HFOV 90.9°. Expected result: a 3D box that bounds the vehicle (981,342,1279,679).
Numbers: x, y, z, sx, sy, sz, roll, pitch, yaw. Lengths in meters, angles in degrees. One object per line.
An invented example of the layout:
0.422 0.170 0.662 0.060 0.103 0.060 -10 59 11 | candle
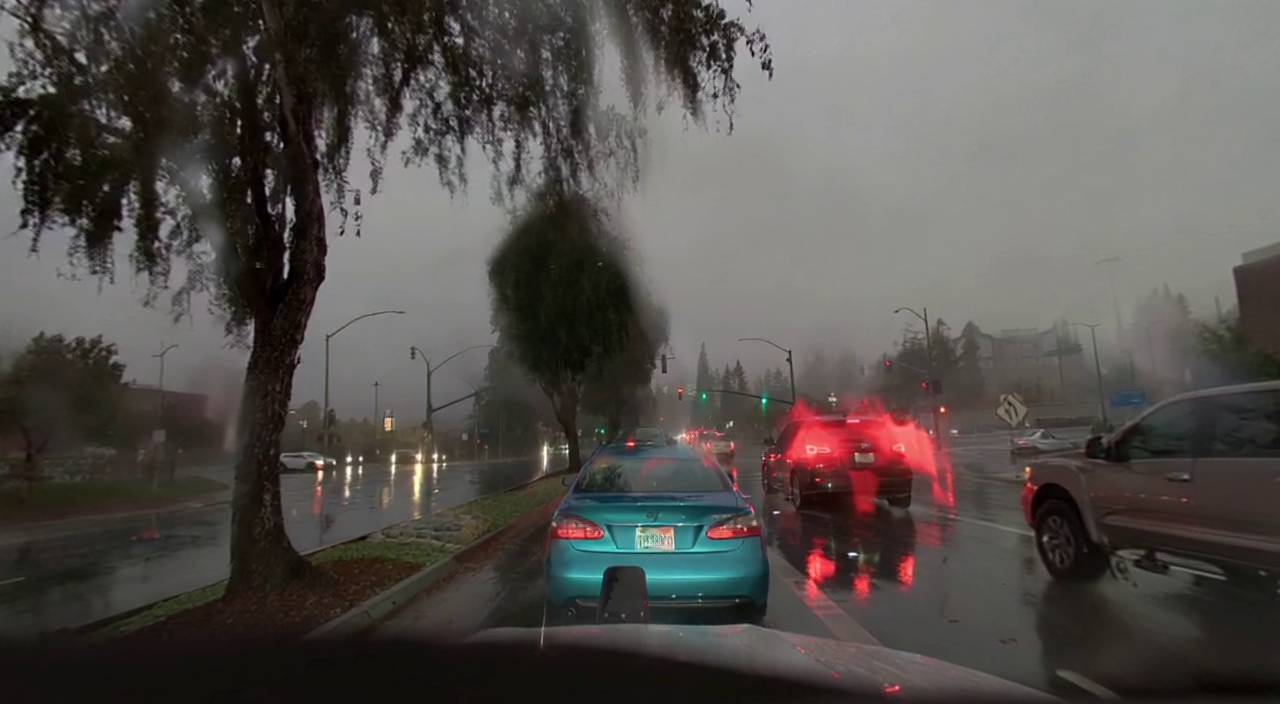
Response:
4.480 0.944 4.040 2.019 1.803 4.634 -1 -8 1 | vehicle

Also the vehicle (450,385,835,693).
-0.013 1.318 5.539 2.116 1.677 3.948 0 -8 -1 | vehicle

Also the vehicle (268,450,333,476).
-24.042 7.840 44.871 1.798 1.706 4.385 -1 -8 6 | vehicle

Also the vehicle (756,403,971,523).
4.179 2.222 13.194 2.319 1.930 5.651 0 -8 -1 | vehicle
